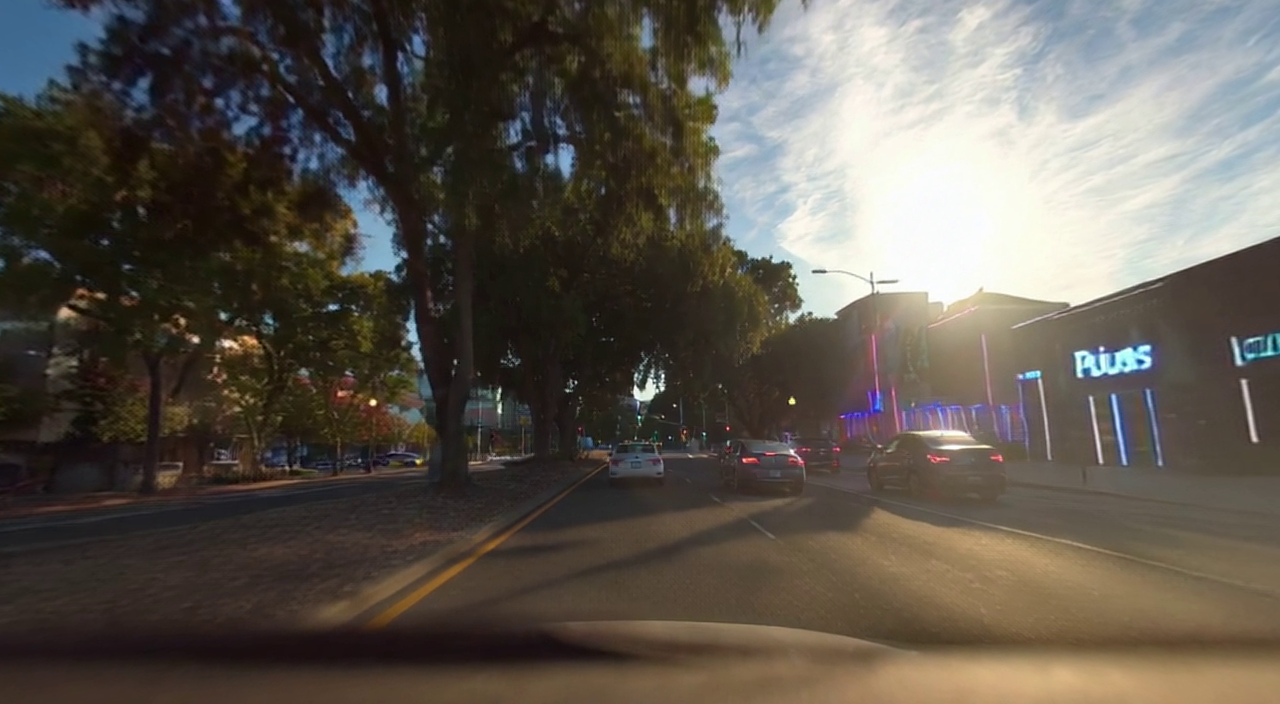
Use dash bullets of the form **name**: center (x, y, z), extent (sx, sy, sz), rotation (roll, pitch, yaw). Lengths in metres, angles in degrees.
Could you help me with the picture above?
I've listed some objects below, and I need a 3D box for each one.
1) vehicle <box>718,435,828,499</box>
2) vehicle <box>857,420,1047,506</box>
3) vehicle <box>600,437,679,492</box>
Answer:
- **vehicle**: center (3.425, 3.037, 17.115), extent (1.993, 1.477, 4.240), rotation (0, -8, -1)
- **vehicle**: center (7.202, 2.620, 15.326), extent (2.052, 1.708, 4.842), rotation (0, -8, -1)
- **vehicle**: center (-0.051, 3.340, 19.055), extent (2.101, 1.444, 4.248), rotation (0, -8, -1)
